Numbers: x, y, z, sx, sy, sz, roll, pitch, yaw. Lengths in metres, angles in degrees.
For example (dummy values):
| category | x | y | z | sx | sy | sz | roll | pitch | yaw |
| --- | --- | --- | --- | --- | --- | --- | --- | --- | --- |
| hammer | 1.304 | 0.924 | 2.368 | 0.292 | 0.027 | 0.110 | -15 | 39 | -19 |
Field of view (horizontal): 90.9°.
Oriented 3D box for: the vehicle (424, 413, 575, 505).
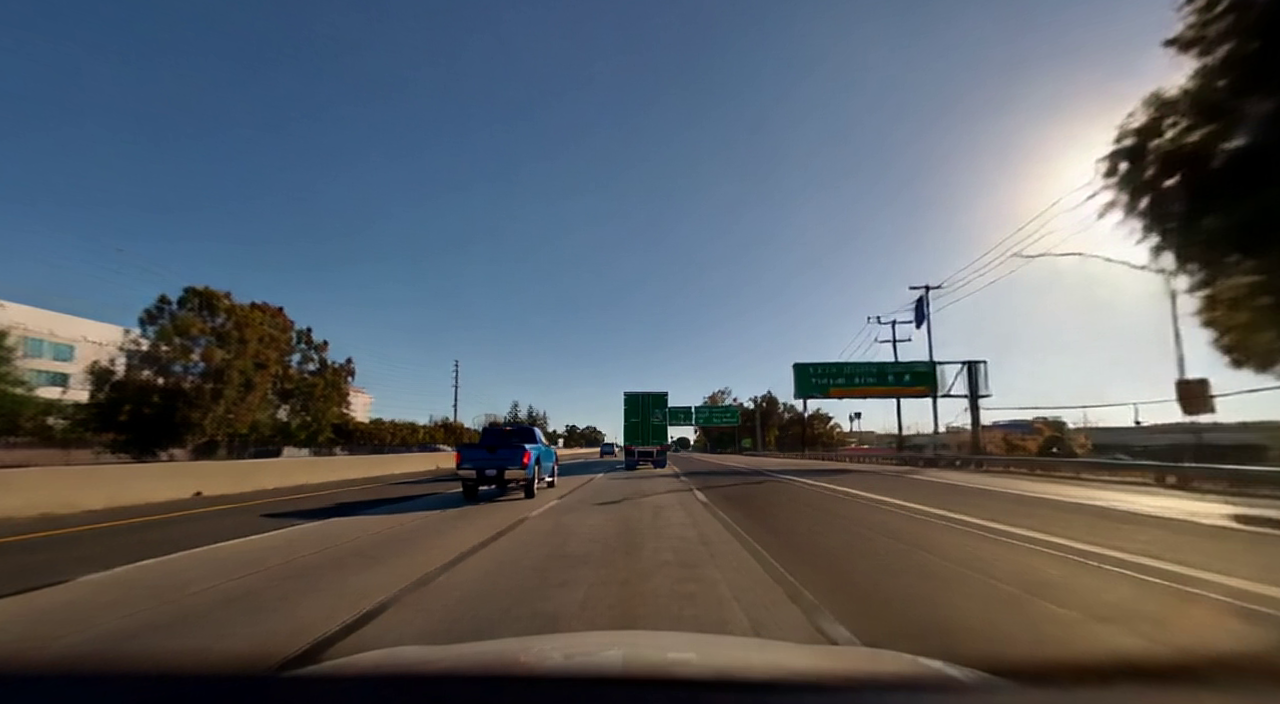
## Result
| category | x | y | z | sx | sy | sz | roll | pitch | yaw |
| --- | --- | --- | --- | --- | --- | --- | --- | --- | --- |
| vehicle | -3.673 | 3.008 | 18.235 | 2.749 | 2.141 | 6.515 | 0 | -8 | 1 |

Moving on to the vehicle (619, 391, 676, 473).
| category | x | y | z | sx | sy | sz | roll | pitch | yaw |
| --- | --- | --- | --- | --- | --- | --- | --- | --- | --- |
| vehicle | 0.473 | 4.961 | 38.320 | 2.879 | 4.085 | 13.125 | 0 | -8 | 1 |

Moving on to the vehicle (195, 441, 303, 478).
| category | x | y | z | sx | sy | sz | roll | pitch | yaw |
| --- | --- | --- | --- | --- | --- | --- | --- | --- | --- |
| vehicle | -18.074 | 4.956 | 29.480 | 1.957 | 1.561 | 4.797 | 0 | -8 | 1 |
